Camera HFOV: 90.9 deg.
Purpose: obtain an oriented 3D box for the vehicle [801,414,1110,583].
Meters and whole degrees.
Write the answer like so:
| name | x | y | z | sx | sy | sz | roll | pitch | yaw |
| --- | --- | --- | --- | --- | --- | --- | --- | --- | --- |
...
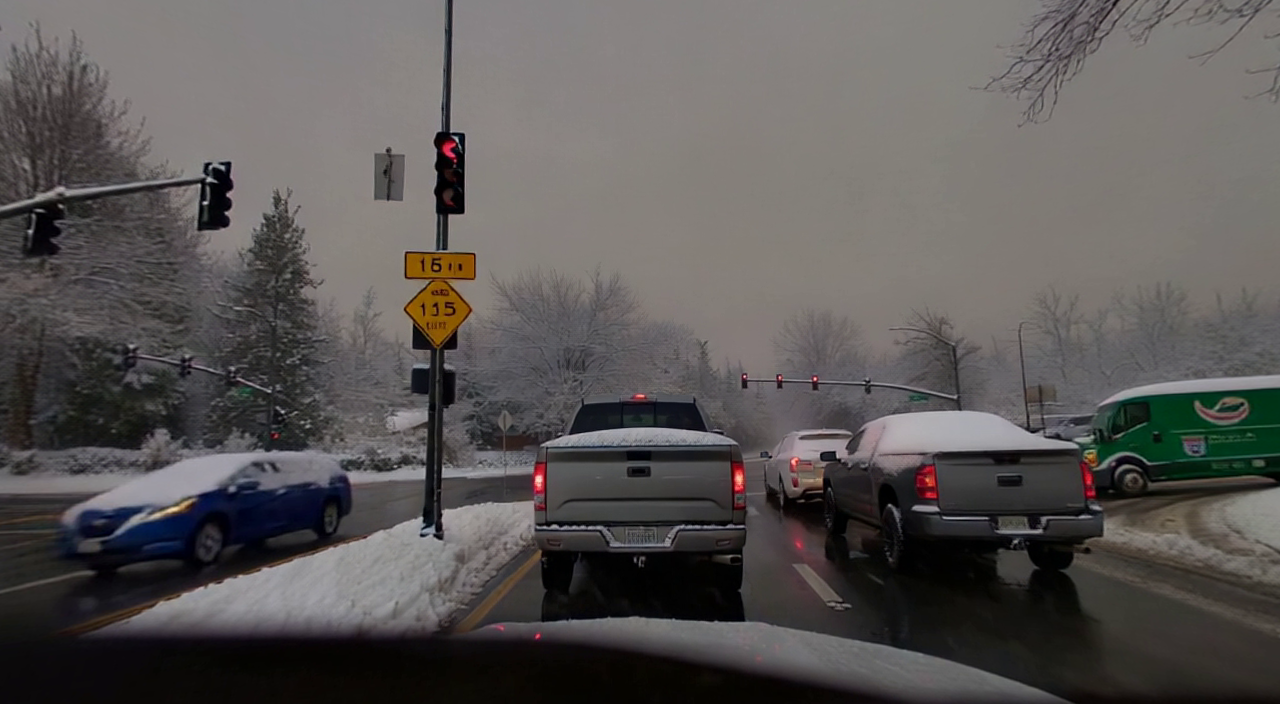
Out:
| name | x | y | z | sx | sy | sz | roll | pitch | yaw |
| --- | --- | --- | --- | --- | --- | --- | --- | --- | --- |
| vehicle | 3.578 | 1.717 | 8.182 | 1.981 | 1.616 | 4.006 | 0 | -8 | 1 |

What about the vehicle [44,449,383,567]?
| name | x | y | z | sx | sy | sz | roll | pitch | yaw |
| --- | --- | --- | --- | --- | --- | --- | --- | --- | --- |
| vehicle | -7.107 | 2.591 | 11.457 | 2.410 | 1.596 | 4.931 | -1 | -8 | 5 |

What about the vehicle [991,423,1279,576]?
| name | x | y | z | sx | sy | sz | roll | pitch | yaw |
| --- | --- | --- | --- | --- | --- | --- | --- | --- | --- |
| vehicle | 6.837 | 1.740 | 8.275 | 1.973 | 1.470 | 4.228 | 0 | -8 | 0 |

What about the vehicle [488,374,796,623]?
| name | x | y | z | sx | sy | sz | roll | pitch | yaw |
| --- | --- | --- | --- | --- | --- | --- | --- | --- | --- |
| vehicle | 0.051 | 1.474 | 7.345 | 2.326 | 1.880 | 4.964 | 0 | -8 | 1 |
